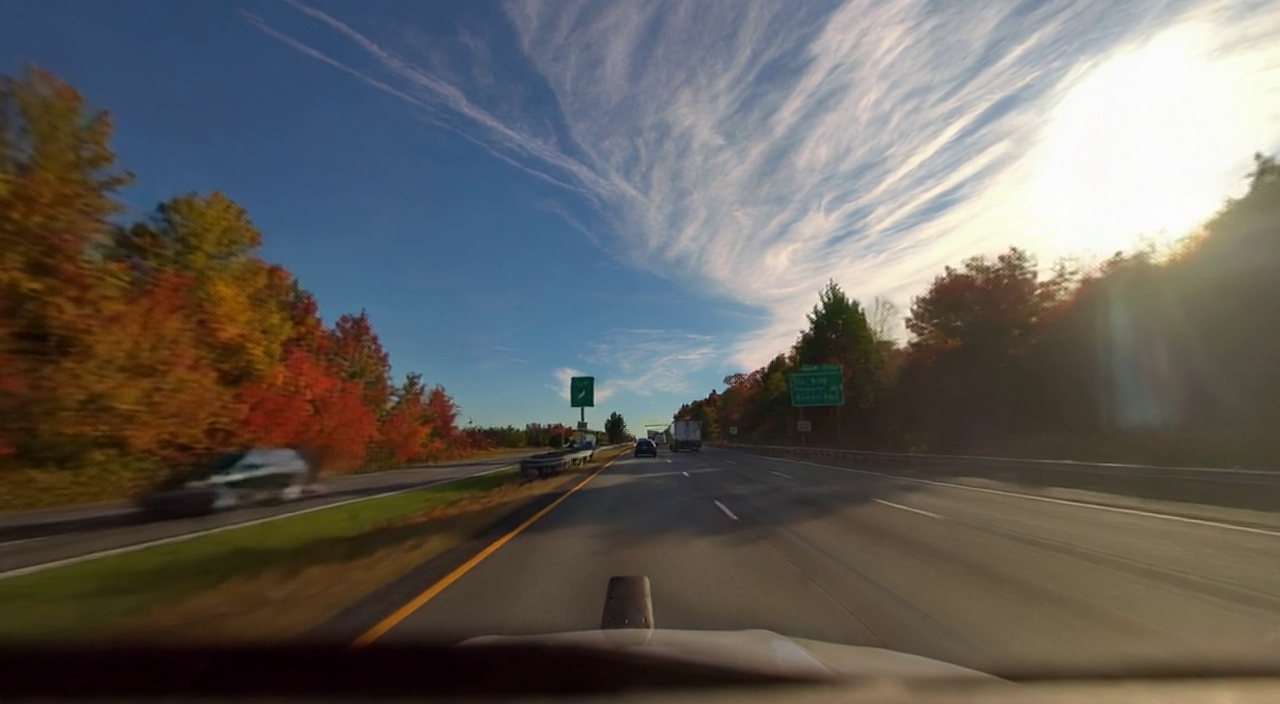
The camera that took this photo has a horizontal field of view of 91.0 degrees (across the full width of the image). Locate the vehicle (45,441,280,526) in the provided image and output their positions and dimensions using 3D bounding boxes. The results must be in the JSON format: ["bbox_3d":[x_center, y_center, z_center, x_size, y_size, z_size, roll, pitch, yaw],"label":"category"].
[{"bbox_3d":[-9.779,2.658,13.382,1.887,1.520,3.936,0,-8,0],"label":"vehicle"}]

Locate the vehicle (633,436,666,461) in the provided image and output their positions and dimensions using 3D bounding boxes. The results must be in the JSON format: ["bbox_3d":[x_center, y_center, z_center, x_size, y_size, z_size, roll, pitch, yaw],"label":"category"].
[{"bbox_3d":[0.600,5.948,38.853,1.924,1.498,3.817,0,-8,2],"label":"vehicle"}]
